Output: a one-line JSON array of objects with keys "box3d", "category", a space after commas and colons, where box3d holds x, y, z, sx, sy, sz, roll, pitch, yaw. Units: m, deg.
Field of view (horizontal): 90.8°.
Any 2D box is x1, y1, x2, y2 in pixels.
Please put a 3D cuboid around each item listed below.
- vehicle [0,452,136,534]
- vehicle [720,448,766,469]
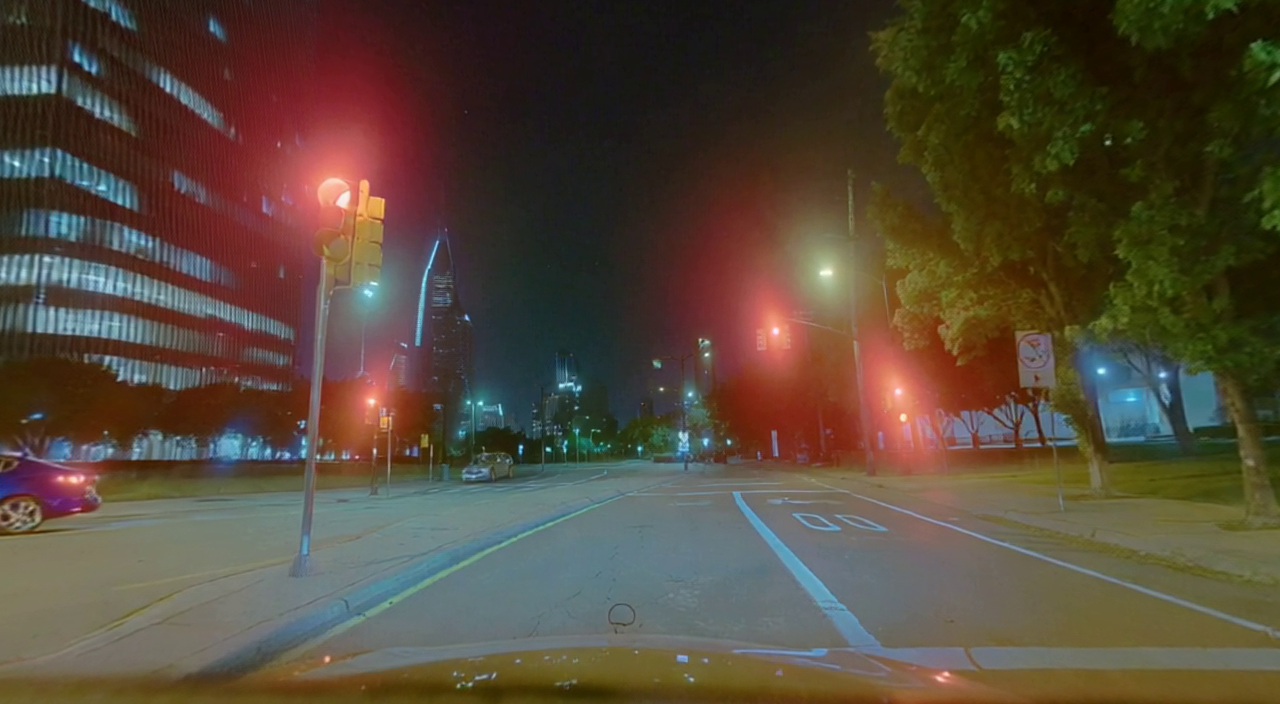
[{"box3d": [-12.858, 2.715, 12.273, 4.598, 1.490, 1.816, 7, -11, -40], "category": "vehicle"}, {"box3d": [7.858, 8.123, 48.418, 1.829, 1.440, 4.384, 2, -9, -14], "category": "vehicle"}]
